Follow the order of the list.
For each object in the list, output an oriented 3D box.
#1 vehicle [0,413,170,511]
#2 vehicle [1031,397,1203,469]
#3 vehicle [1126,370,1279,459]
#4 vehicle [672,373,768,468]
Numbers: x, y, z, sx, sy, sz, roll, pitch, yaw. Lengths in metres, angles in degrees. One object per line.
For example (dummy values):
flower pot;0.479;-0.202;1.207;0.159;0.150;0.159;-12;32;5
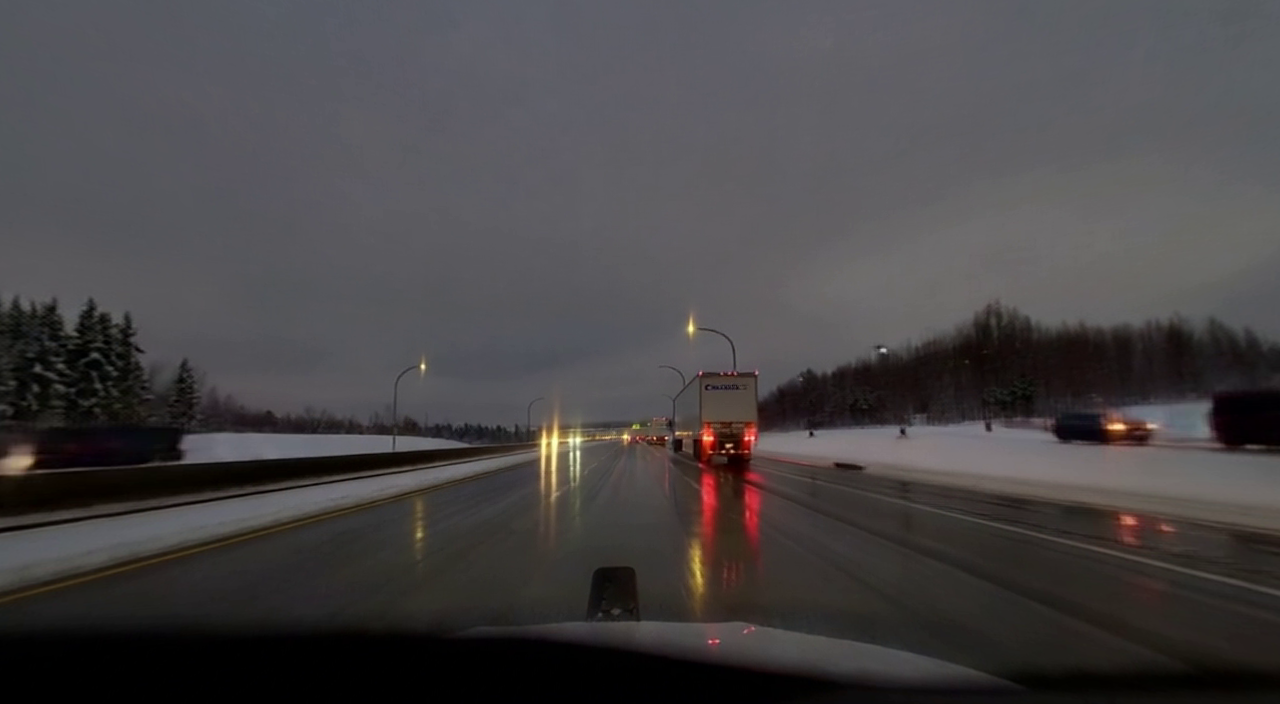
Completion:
vehicle;-20.192;3.684;21.571;2.637;2.866;7.123;0;-8;-1
vehicle;24.396;4.000;32.923;2.865;2.885;8.040;-4;-3;2
vehicle;32.241;3.580;34.066;3.091;4.047;14.520;-2;-8;12
vehicle;3.796;3.958;34.337;2.976;4.064;14.619;0;-8;-1
